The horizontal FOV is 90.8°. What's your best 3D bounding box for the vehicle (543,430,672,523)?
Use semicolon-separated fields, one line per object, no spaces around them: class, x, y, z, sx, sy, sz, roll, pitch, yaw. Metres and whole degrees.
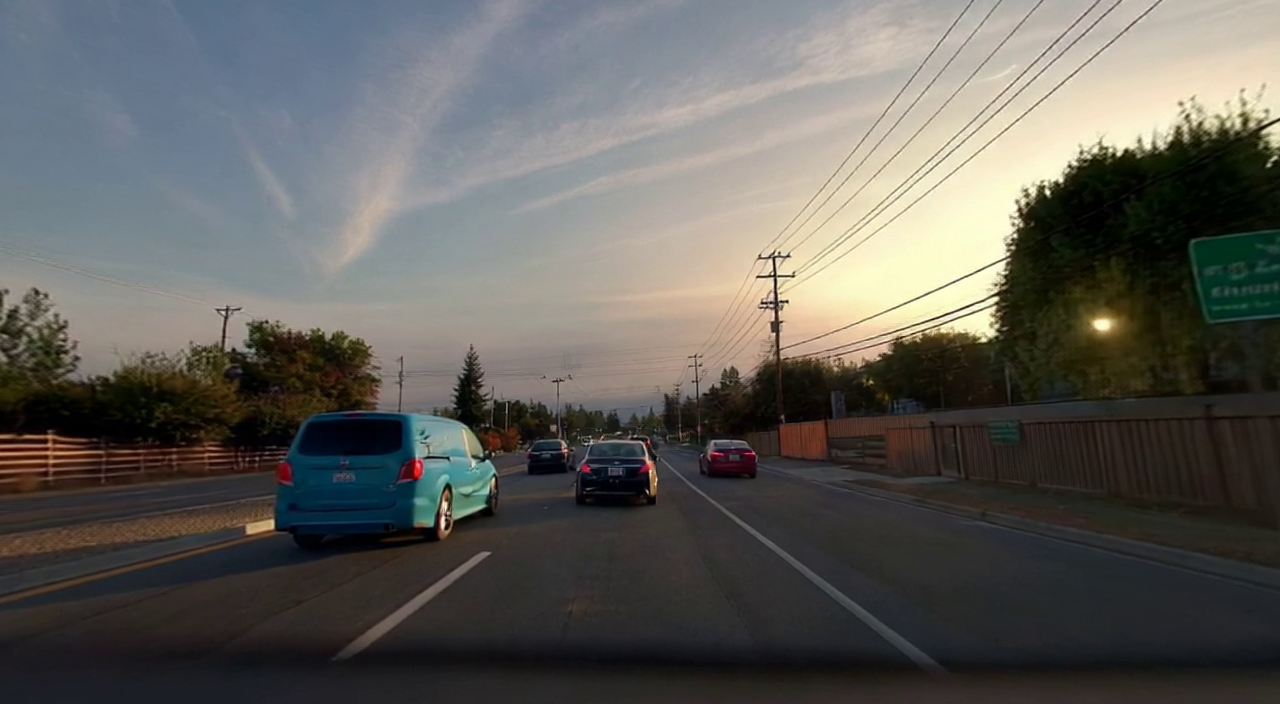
vehicle;-0.551;2.318;12.274;2.097;1.511;3.809;0;-8;-1

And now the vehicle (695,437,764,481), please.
vehicle;3.267;3.986;23.904;1.878;1.479;4.461;0;-8;-1

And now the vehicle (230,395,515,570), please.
vehicle;-3.314;1.735;9.146;2.092;1.839;4.736;0;-8;-1

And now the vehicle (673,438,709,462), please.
vehicle;3.173;6.194;40.103;1.841;1.456;4.237;0;-8;-2
